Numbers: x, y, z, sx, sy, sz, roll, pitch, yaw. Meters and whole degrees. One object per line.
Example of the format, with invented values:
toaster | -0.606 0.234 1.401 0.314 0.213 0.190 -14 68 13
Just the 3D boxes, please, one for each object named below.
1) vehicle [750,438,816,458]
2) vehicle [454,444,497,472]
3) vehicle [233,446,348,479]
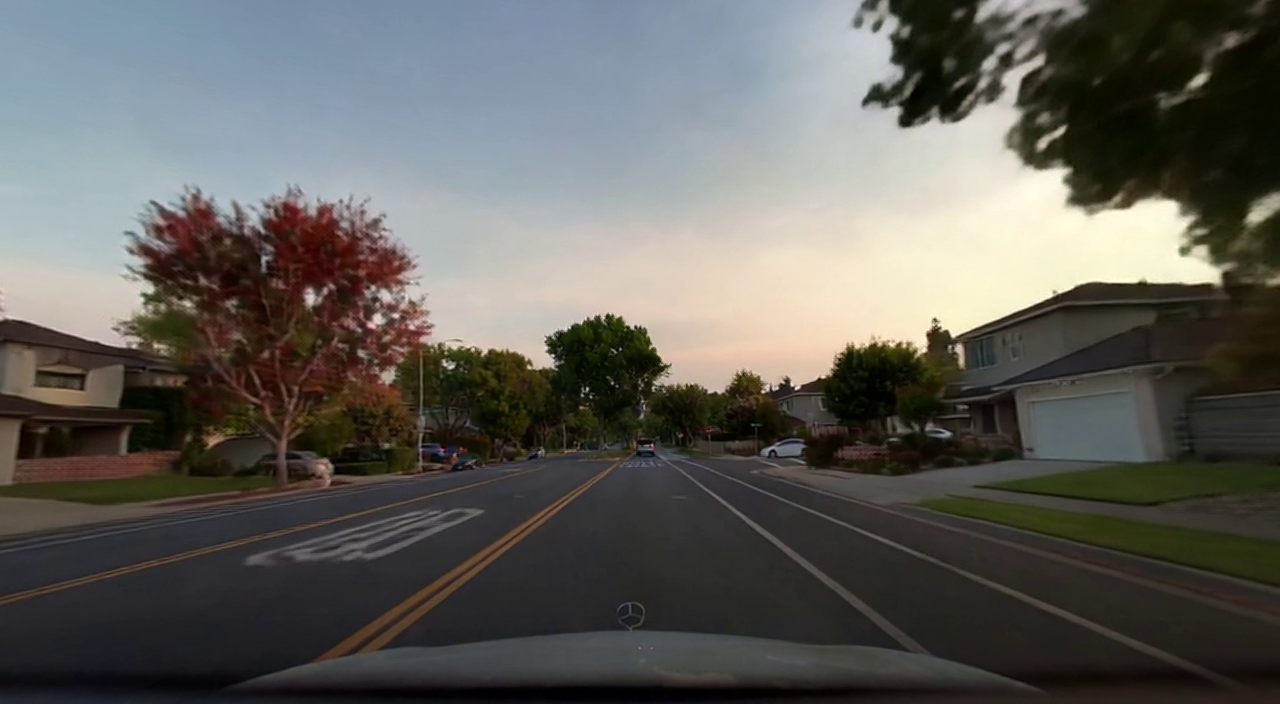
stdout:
vehicle | 11.077 7.494 49.136 4.818 1.525 2.163 -2 -8 9
vehicle | -12.369 7.957 47.609 1.965 1.653 4.488 -3 -6 1
vehicle | -18.149 5.728 32.899 4.717 1.605 2.074 0 -8 -4
